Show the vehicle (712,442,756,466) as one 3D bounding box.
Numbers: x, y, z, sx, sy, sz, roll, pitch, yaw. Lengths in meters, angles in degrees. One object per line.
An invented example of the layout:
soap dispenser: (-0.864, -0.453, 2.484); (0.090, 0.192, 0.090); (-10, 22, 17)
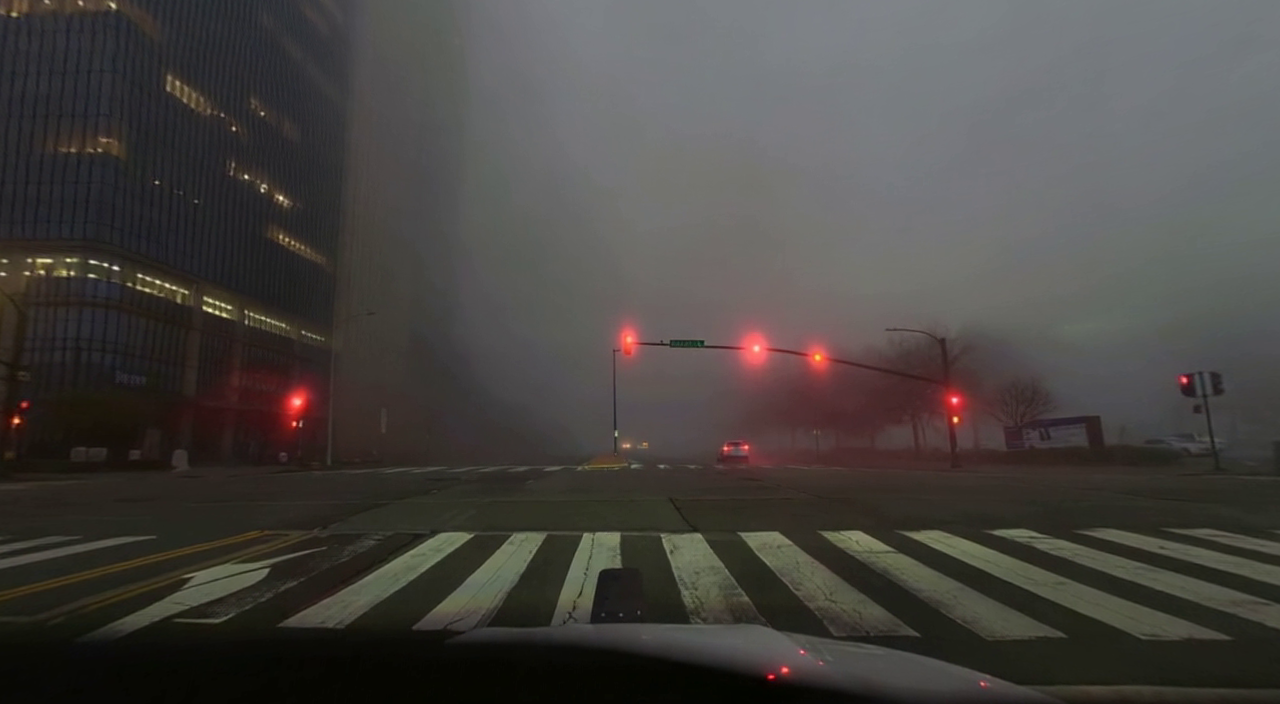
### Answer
vehicle: (5.992, 6.570, 40.945); (1.988, 1.466, 4.529); (0, -8, -2)
